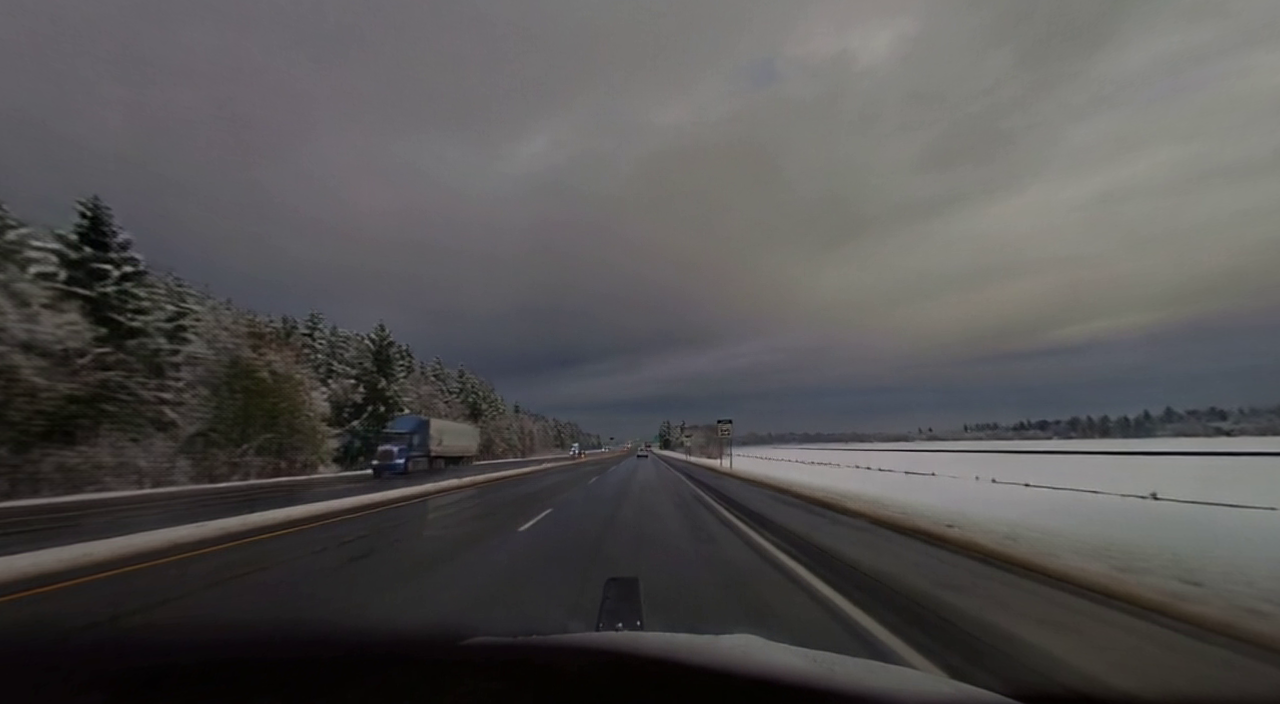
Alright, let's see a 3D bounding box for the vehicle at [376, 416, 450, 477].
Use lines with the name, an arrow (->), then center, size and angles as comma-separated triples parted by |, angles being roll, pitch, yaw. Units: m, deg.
vehicle -> -15.794, 6.654, 44.394 | 2.956, 3.925, 5.821 | 0, -9, 0
